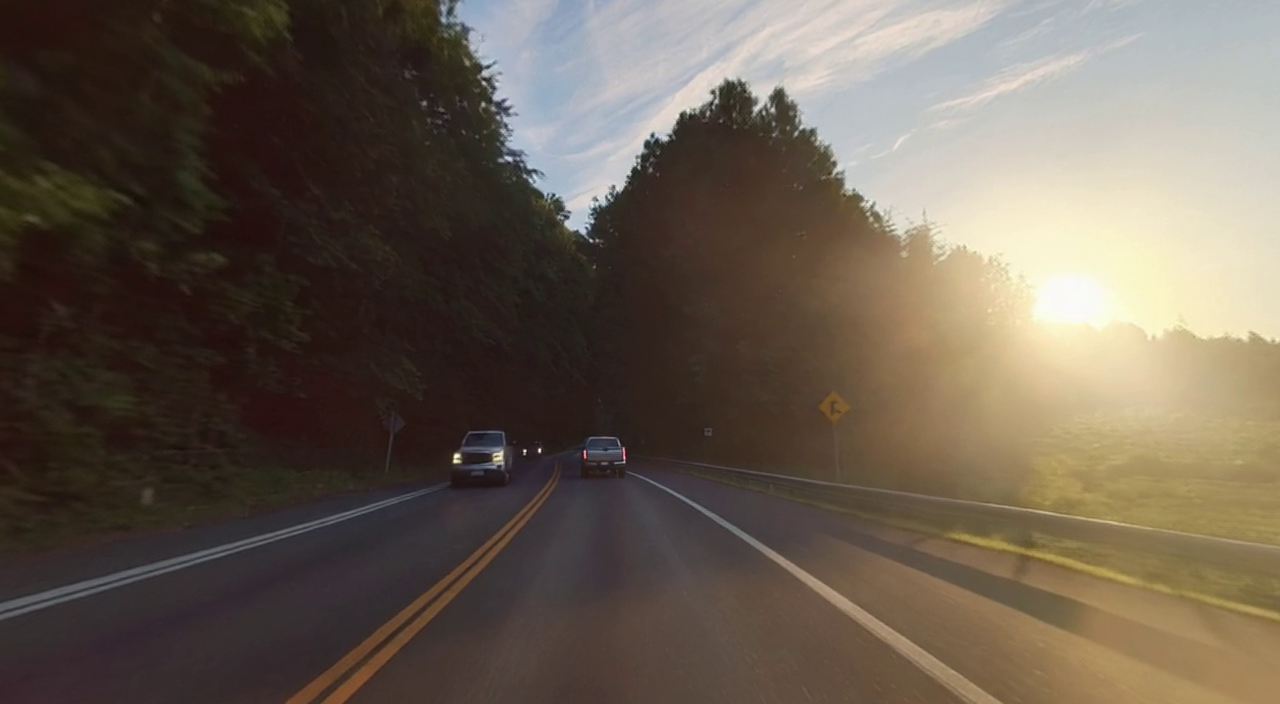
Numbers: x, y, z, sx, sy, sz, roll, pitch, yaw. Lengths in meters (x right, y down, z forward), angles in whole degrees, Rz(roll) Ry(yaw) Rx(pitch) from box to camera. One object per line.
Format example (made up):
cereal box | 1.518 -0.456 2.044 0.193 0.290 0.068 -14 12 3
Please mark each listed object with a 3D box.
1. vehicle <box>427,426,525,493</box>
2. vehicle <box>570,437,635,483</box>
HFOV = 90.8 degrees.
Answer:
vehicle | -5.448 3.650 21.797 2.374 1.989 4.909 0 -8 -4
vehicle | -1.681 4.722 28.085 2.631 1.798 5.331 0 -8 -4
